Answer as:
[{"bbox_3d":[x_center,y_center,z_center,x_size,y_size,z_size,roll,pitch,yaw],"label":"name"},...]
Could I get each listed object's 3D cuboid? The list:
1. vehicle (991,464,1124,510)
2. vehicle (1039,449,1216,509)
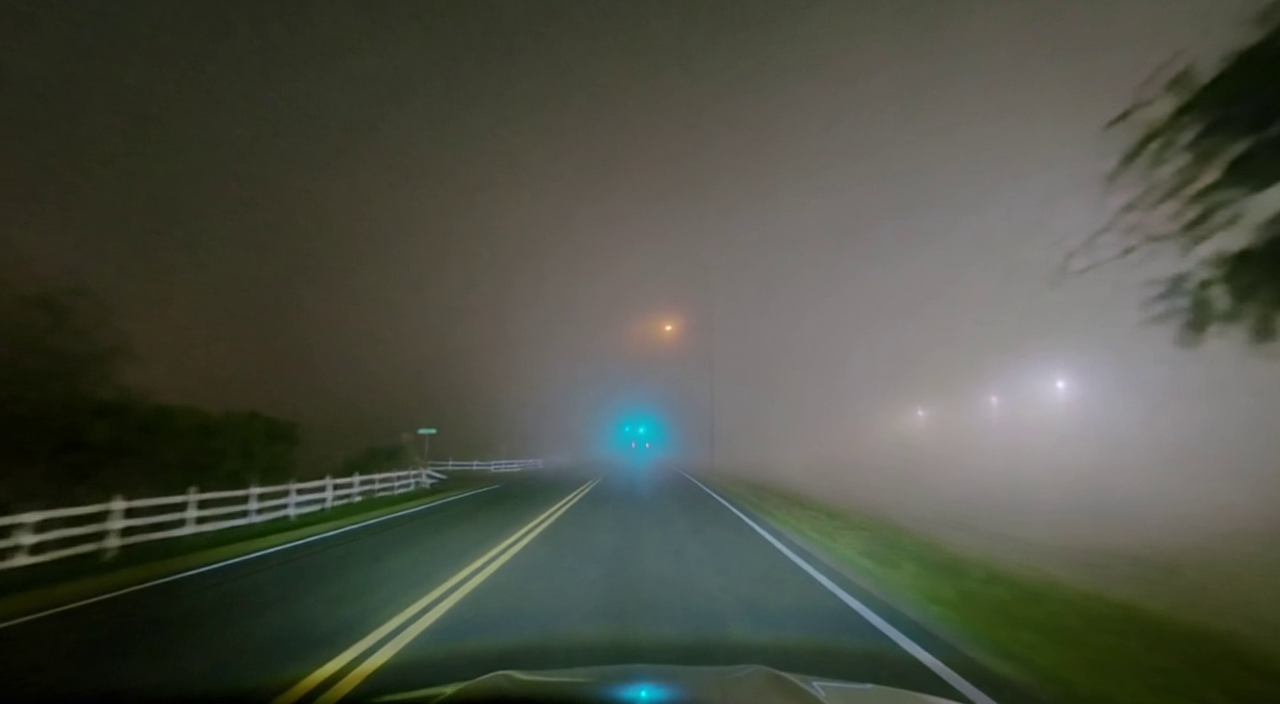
[{"bbox_3d":[15.986,5.153,24.480,2.001,1.450,4.481,1,-8,-2],"label":"vehicle"},{"bbox_3d":[18.768,4.851,24.825,2.269,1.978,6.008,0,-8,1],"label":"vehicle"}]
